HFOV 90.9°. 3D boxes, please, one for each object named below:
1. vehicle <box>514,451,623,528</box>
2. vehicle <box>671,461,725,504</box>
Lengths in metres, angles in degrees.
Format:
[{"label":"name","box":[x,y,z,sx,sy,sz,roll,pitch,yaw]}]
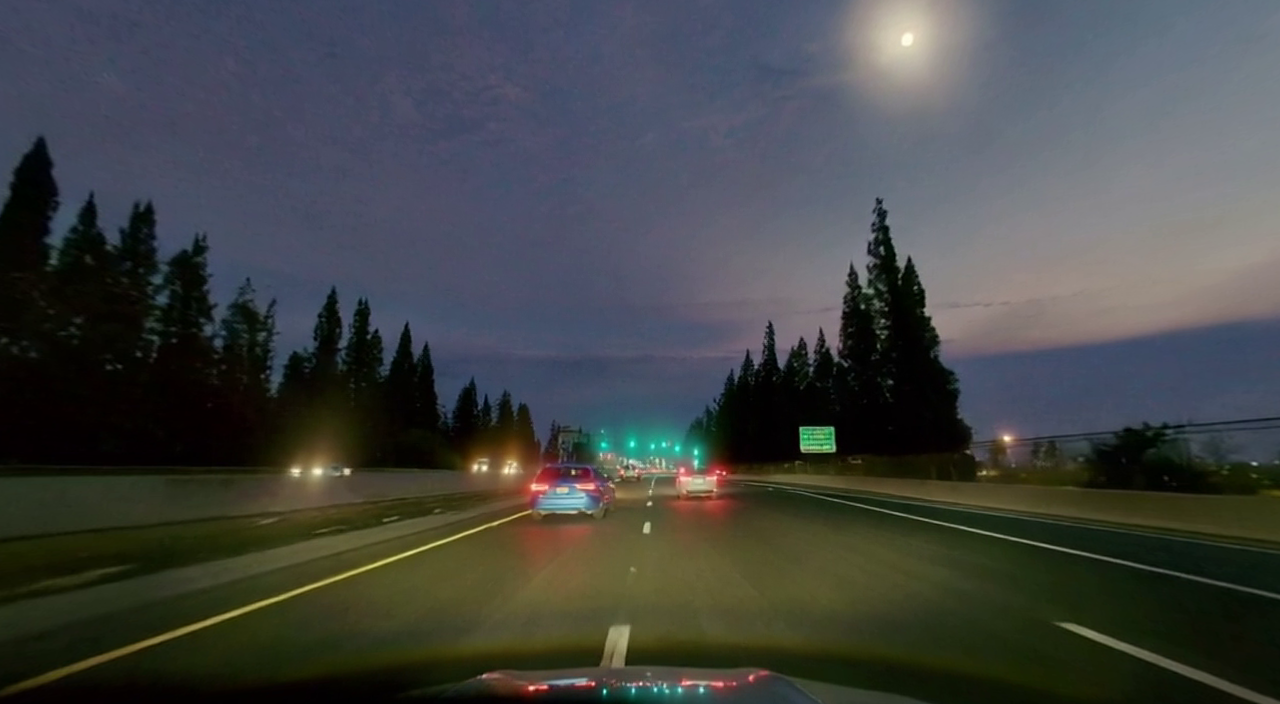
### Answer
[{"label":"vehicle","box":[-1.649,3.492,16.407,2.176,1.678,4.724,0,-10,1]},{"label":"vehicle","box":[2.308,5.296,25.781,1.905,1.559,3.491,0,-10,0]}]
